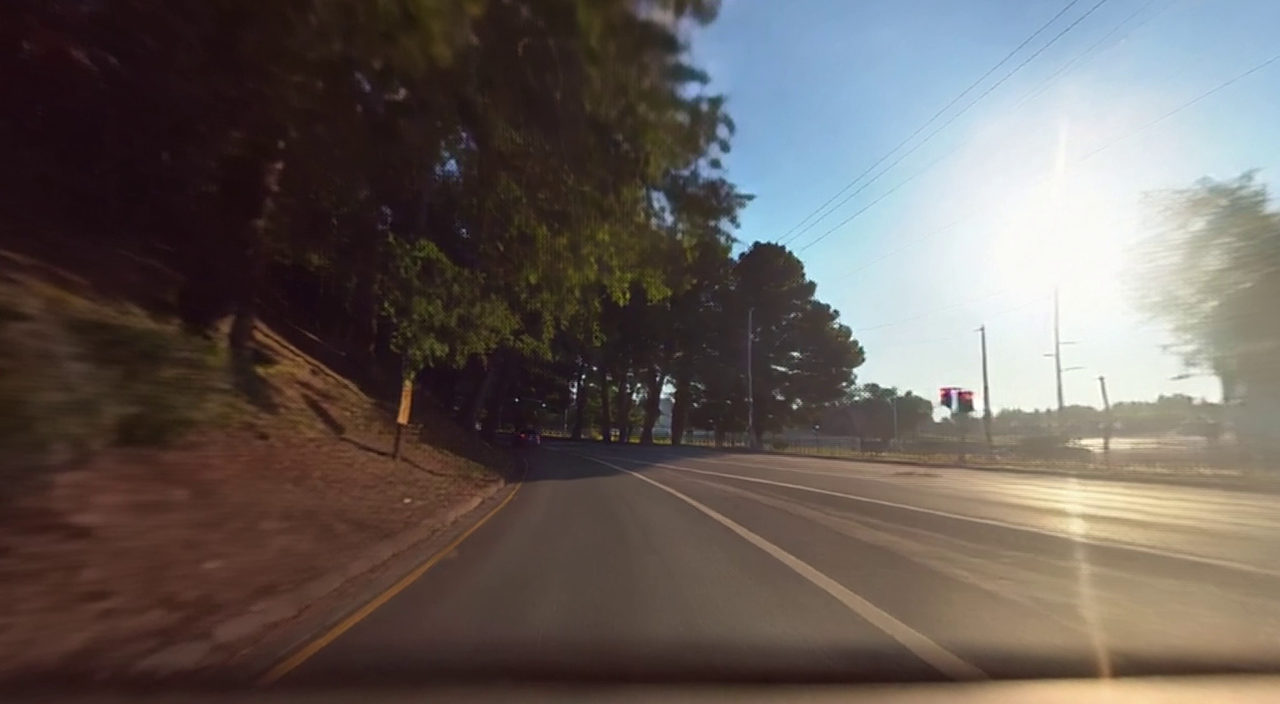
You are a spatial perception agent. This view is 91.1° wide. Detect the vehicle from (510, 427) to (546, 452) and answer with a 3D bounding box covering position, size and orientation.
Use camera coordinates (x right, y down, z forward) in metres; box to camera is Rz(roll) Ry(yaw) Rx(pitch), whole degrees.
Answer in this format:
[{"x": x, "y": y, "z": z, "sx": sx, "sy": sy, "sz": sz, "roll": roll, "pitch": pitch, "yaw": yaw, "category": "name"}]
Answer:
[{"x": -8.204, "y": 6.381, "z": 45.751, "sx": 1.947, "sy": 1.729, "sz": 4.051, "roll": 2, "pitch": -9, "yaw": -18, "category": "vehicle"}]
